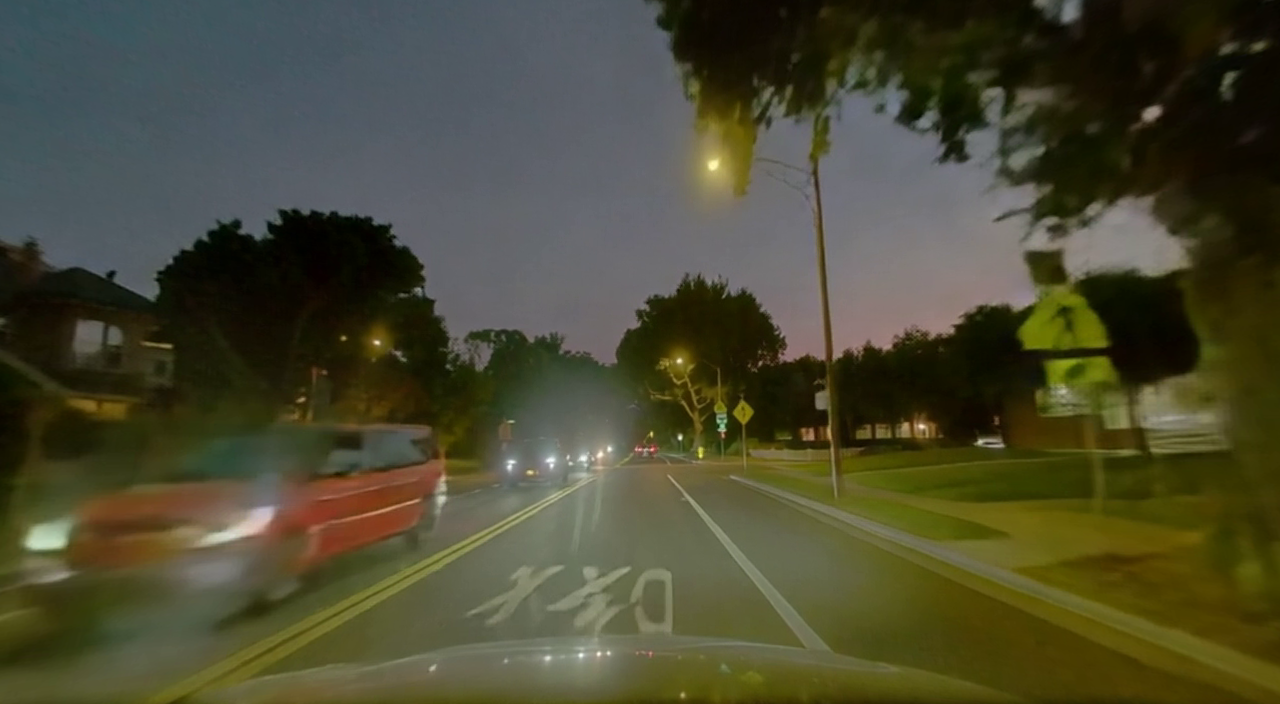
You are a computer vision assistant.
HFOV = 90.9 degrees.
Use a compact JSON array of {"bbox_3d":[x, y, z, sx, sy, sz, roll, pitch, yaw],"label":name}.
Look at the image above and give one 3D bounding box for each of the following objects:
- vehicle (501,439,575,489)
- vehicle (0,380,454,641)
[{"bbox_3d":[-4.019,4.513,25.782,2.134,1.821,4.719,0,-9,1],"label":"vehicle"},{"bbox_3d":[-4.203,1.590,7.447,2.267,1.975,5.112,0,-9,2],"label":"vehicle"}]
